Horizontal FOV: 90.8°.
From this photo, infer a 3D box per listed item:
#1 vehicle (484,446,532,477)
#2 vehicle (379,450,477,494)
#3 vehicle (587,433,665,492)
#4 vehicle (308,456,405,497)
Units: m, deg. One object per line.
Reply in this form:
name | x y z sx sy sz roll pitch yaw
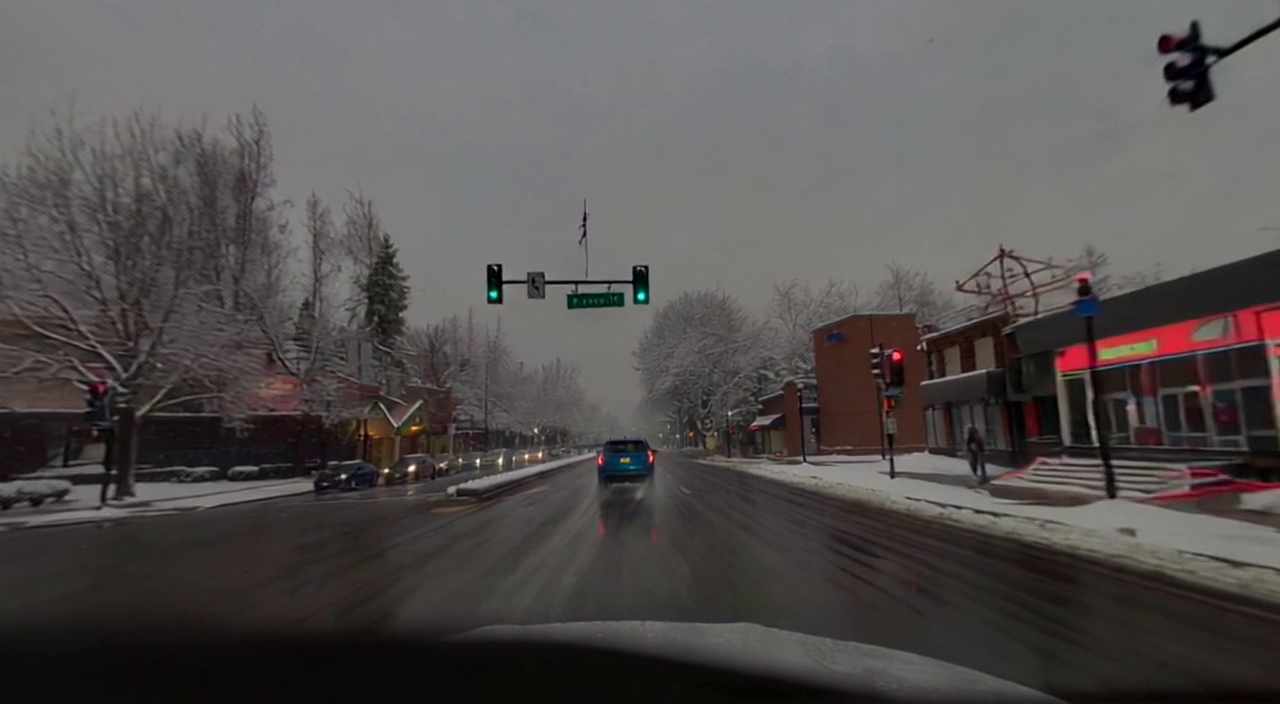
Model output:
vehicle | -8.123 6.722 39.123 2.109 1.628 4.108 -4 -9 -1
vehicle | -8.125 4.608 24.748 2.152 1.468 4.737 0 -8 1
vehicle | -0.438 3.742 21.833 2.382 1.796 4.610 0 -8 0
vehicle | -11.572 5.093 26.202 1.972 1.475 4.381 0 -8 0
